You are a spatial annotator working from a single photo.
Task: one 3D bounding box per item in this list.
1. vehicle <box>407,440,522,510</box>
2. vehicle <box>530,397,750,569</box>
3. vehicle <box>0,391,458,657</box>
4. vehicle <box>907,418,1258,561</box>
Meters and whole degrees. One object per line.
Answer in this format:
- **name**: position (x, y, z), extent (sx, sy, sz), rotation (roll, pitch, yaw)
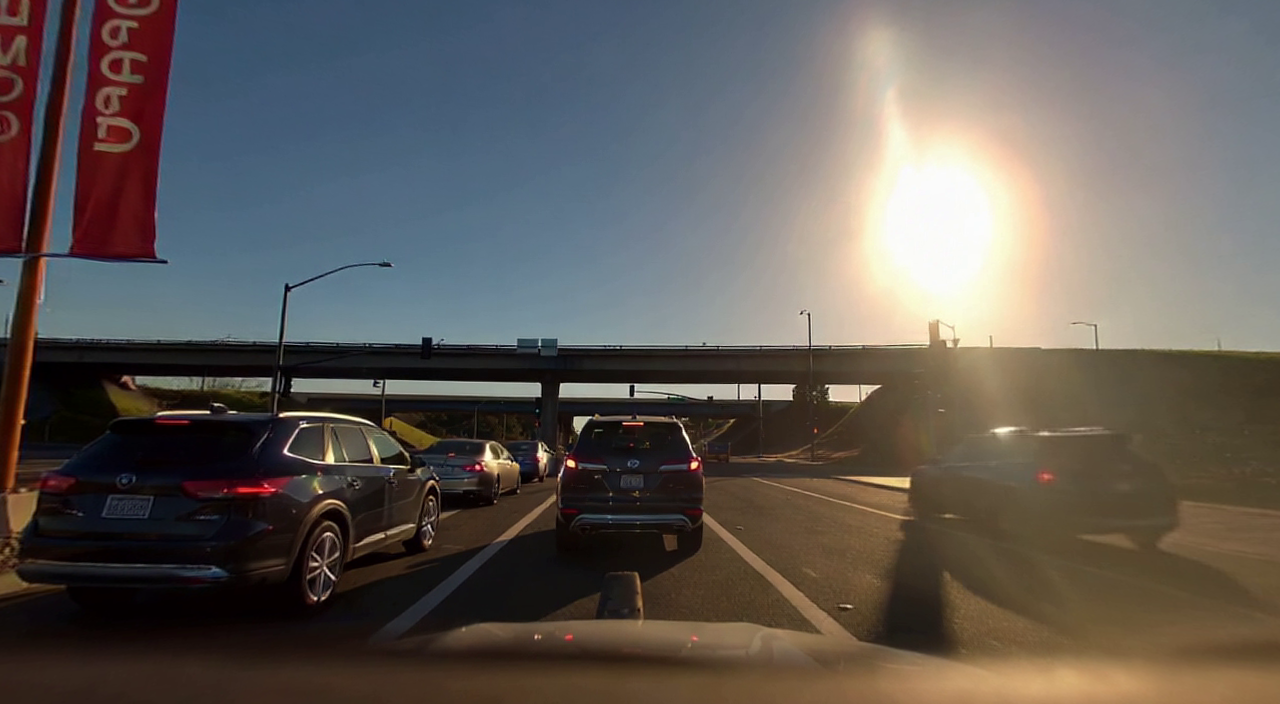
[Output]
- **vehicle**: position (-4.146, 2.942, 15.431), extent (1.797, 1.505, 3.506), rotation (0, -9, 0)
- **vehicle**: position (-0.079, 1.765, 9.206), extent (2.409, 1.864, 4.471), rotation (0, -9, -2)
- **vehicle**: position (-3.495, 1.433, 6.273), extent (2.039, 1.709, 4.265), rotation (0, -9, 0)
- **vehicle**: position (6.476, 2.046, 10.137), extent (2.191, 1.730, 4.658), rotation (0, -9, -1)
